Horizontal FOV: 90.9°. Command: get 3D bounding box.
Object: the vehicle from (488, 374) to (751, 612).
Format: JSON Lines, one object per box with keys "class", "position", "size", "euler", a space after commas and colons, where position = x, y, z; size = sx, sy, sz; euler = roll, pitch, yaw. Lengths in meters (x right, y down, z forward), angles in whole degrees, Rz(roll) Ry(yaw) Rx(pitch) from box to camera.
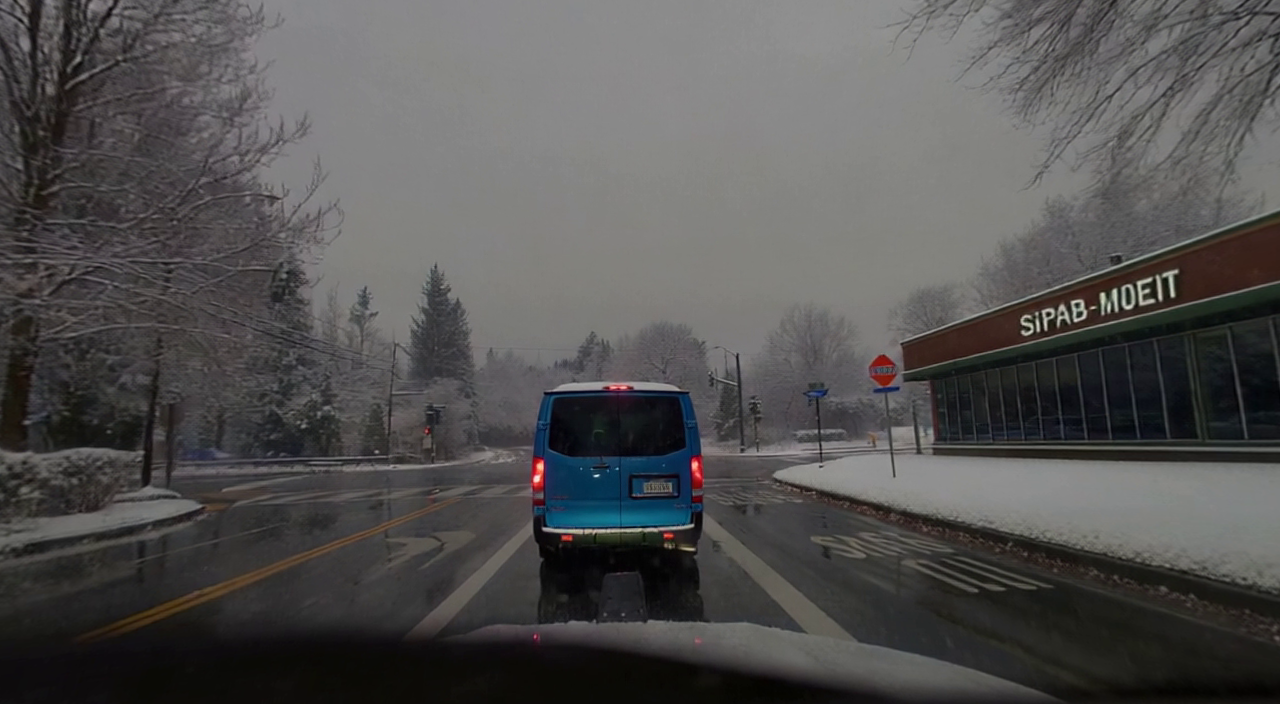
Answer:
{"class": "vehicle", "position": [-0.296, 1.467, 7.294], "size": [2.181, 1.949, 3.932], "euler": [1, -9, -4]}
